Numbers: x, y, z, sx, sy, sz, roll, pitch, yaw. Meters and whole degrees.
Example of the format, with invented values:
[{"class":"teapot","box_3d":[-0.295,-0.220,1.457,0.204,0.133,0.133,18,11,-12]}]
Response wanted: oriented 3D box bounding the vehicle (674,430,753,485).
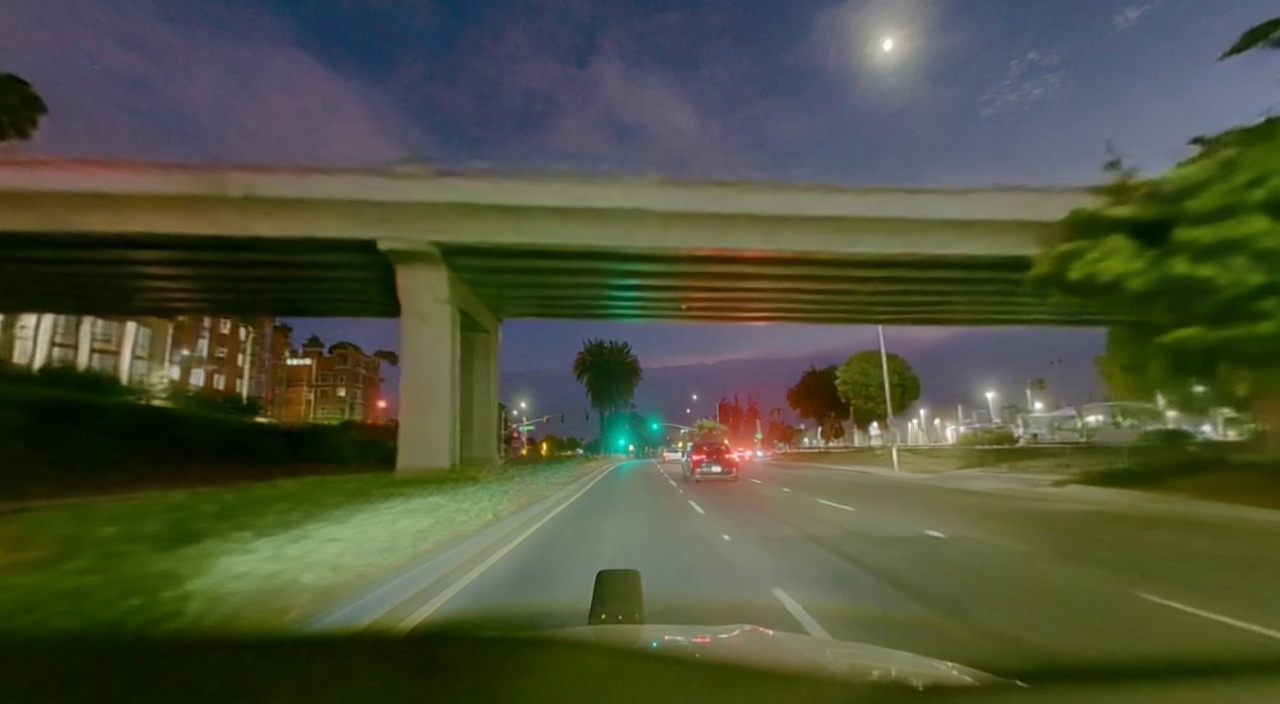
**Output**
[{"class":"vehicle","box_3d":[2.877,4.352,26.340,2.559,2.017,5.562,0,-9,-1]}]
